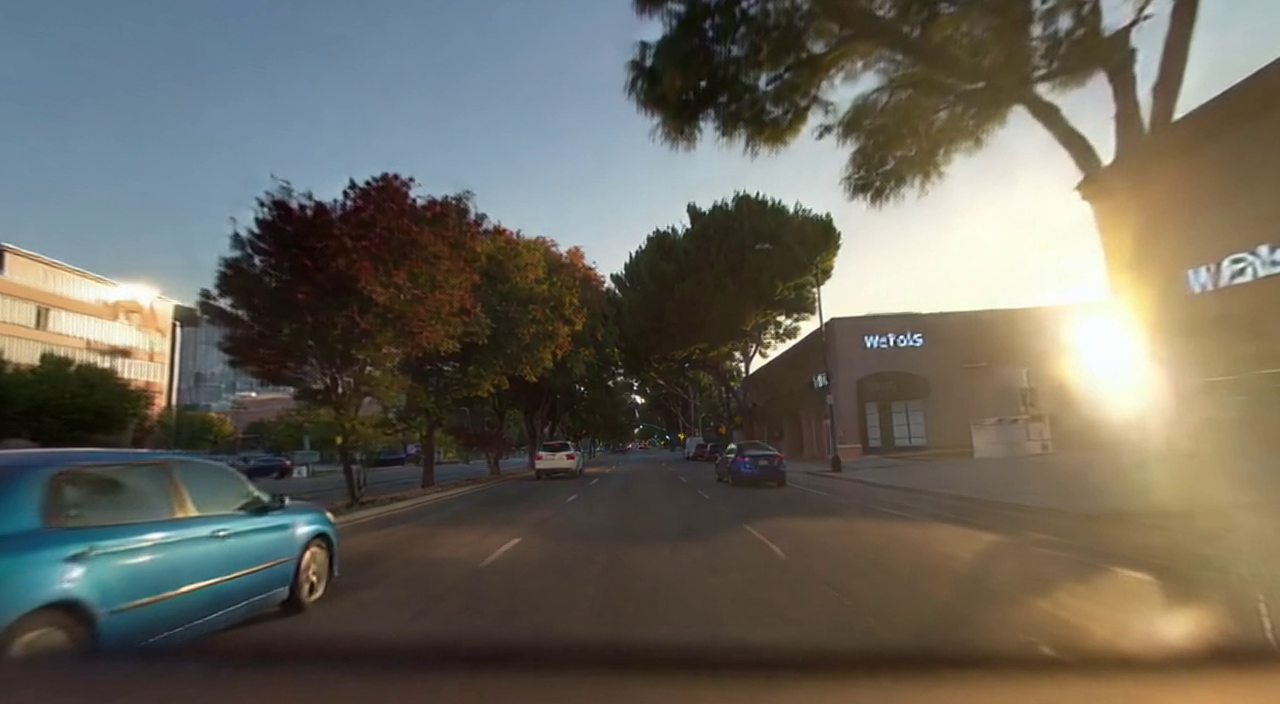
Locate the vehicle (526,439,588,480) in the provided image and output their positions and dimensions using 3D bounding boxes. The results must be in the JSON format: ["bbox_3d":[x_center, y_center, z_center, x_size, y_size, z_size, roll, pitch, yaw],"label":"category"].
[{"bbox_3d":[-3.640,4.823,28.645,2.145,1.694,4.642,0,-8,1],"label":"vehicle"}]

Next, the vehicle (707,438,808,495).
[{"bbox_3d":[3.344,3.358,18.934,1.961,1.482,4.538,0,-8,-3],"label":"vehicle"}]

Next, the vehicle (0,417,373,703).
[{"bbox_3d":[-3.571,1.180,3.706,2.060,1.466,4.387,0,-8,0],"label":"vehicle"}]
